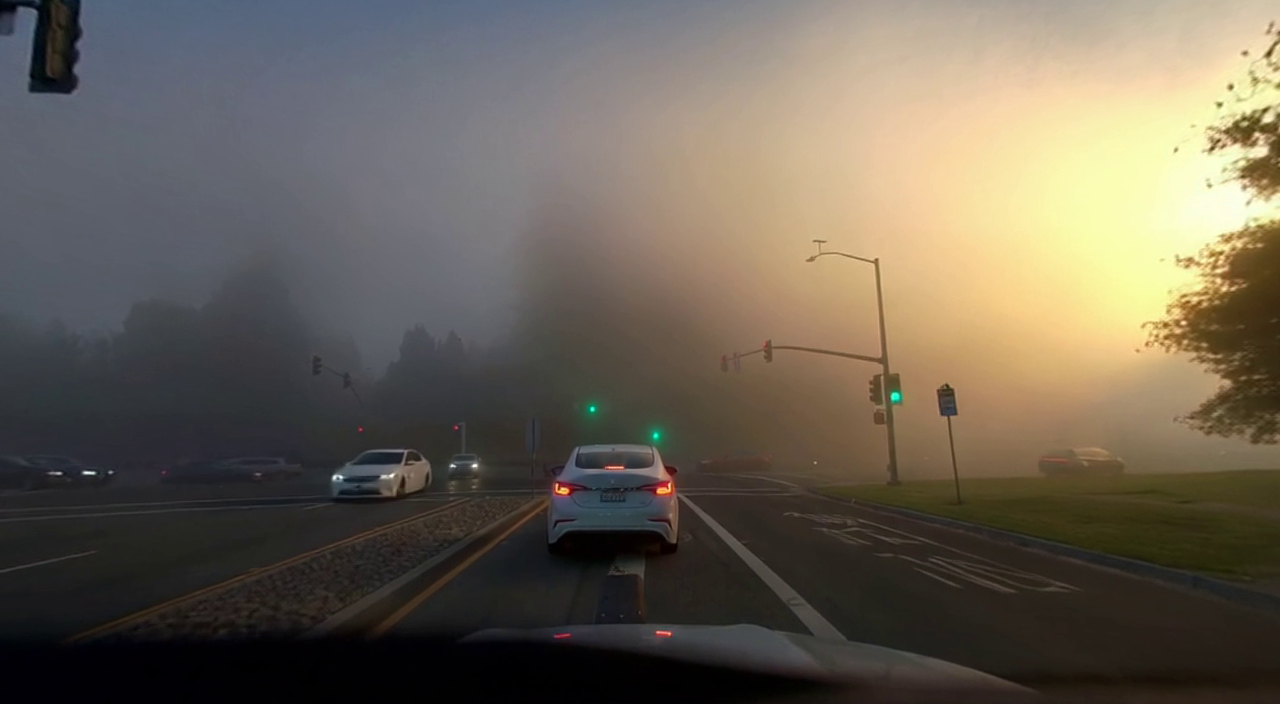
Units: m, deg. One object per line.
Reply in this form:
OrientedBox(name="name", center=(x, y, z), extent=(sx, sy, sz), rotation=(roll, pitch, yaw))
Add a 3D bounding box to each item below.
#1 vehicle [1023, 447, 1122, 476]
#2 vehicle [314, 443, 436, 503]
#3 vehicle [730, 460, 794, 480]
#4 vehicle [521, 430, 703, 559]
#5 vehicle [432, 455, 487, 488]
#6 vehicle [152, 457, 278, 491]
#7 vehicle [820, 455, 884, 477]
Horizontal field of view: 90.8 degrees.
OrientedBox(name="vehicle", center=(23.547, 5.932, 34.390), extent=(4.601, 1.485, 1.929), rotation=(3, -9, -18))
OrientedBox(name="vehicle", center=(-7.361, 3.371, 18.107), extent=(2.073, 1.459, 4.495), rotation=(1, -9, -8))
OrientedBox(name="vehicle", center=(9.105, 8.807, 47.320), extent=(4.254, 1.359, 1.895), rotation=(2, -9, -15))
OrientedBox(name="vehicle", center=(-0.353, 1.980, 9.554), extent=(2.112, 1.479, 4.264), rotation=(0, -8, -1))
OrientedBox(name="vehicle", center=(-9.413, 6.241, 33.352), extent=(2.078, 1.534, 4.646), rotation=(1, -9, -7))
OrientedBox(name="vehicle", center=(-20.039, 5.768, 30.004), extent=(4.548, 1.449, 1.802), rotation=(2, -9, -13))
OrientedBox(name="vehicle", center=(16.532, 8.867, 49.331), extent=(4.337, 1.637, 1.860), rotation=(2, -9, -16))
